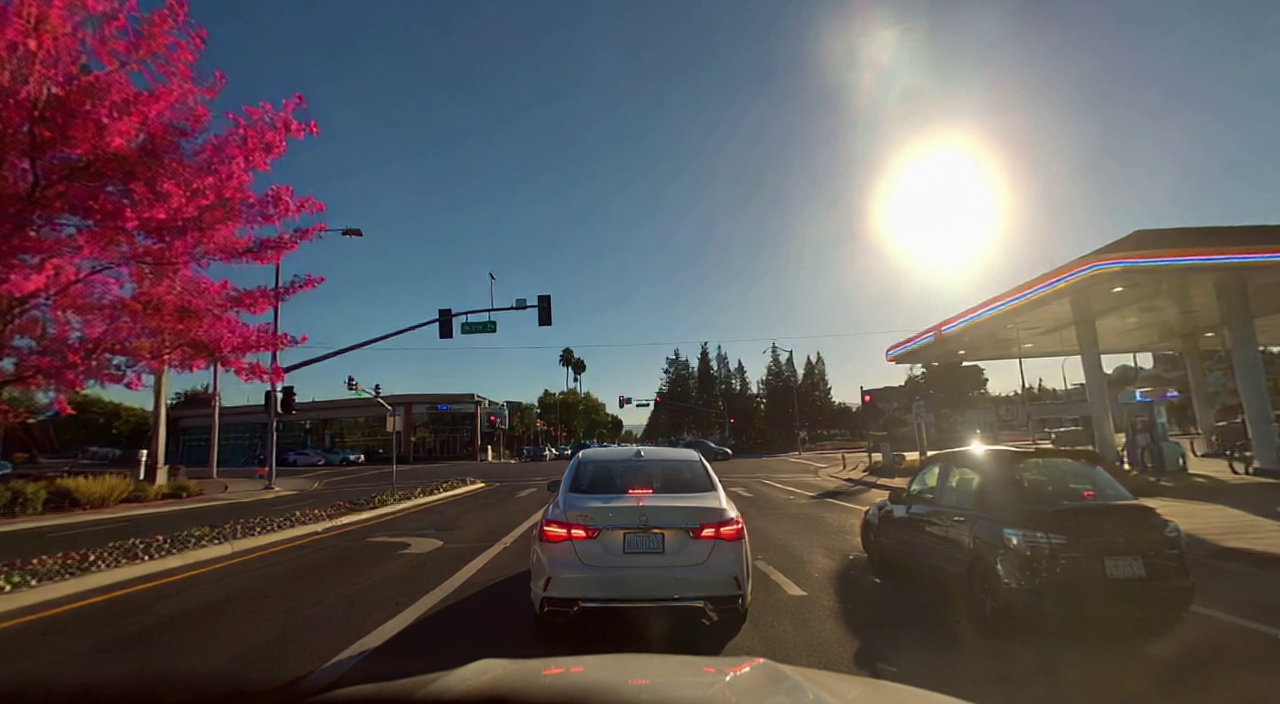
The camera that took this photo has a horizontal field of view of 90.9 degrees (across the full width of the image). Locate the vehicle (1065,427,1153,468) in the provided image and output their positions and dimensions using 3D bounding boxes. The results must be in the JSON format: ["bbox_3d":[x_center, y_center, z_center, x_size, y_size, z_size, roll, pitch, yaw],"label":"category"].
[{"bbox_3d":[18.592,3.762,24.919,4.091,1.495,2.053,8,-12,-44],"label":"vehicle"}]

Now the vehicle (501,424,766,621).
[{"bbox_3d":[-0.047,1.604,6.905,2.010,1.482,4.057,0,-8,0],"label":"vehicle"}]
